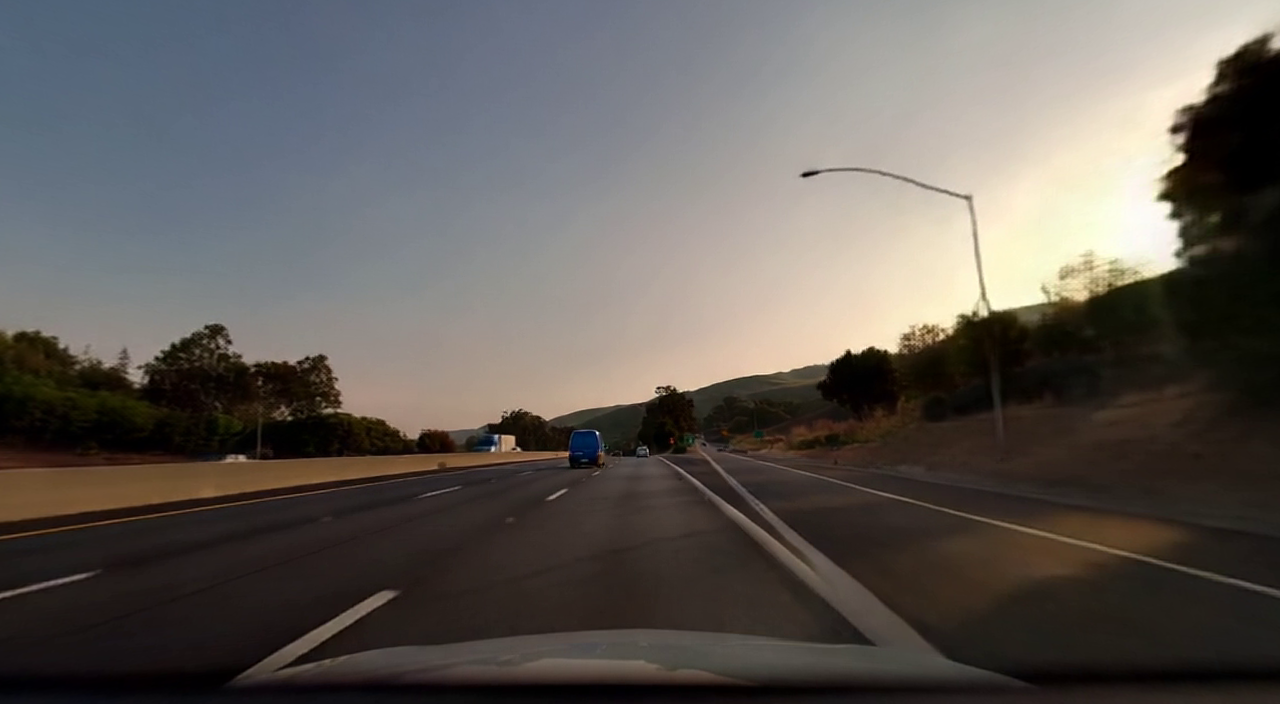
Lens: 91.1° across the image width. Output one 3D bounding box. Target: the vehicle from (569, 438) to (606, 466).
[{"bbox_3d":[-3.611,7.000,44.027,2.169,1.849,4.639,0,-8,0],"label":"vehicle"}]
